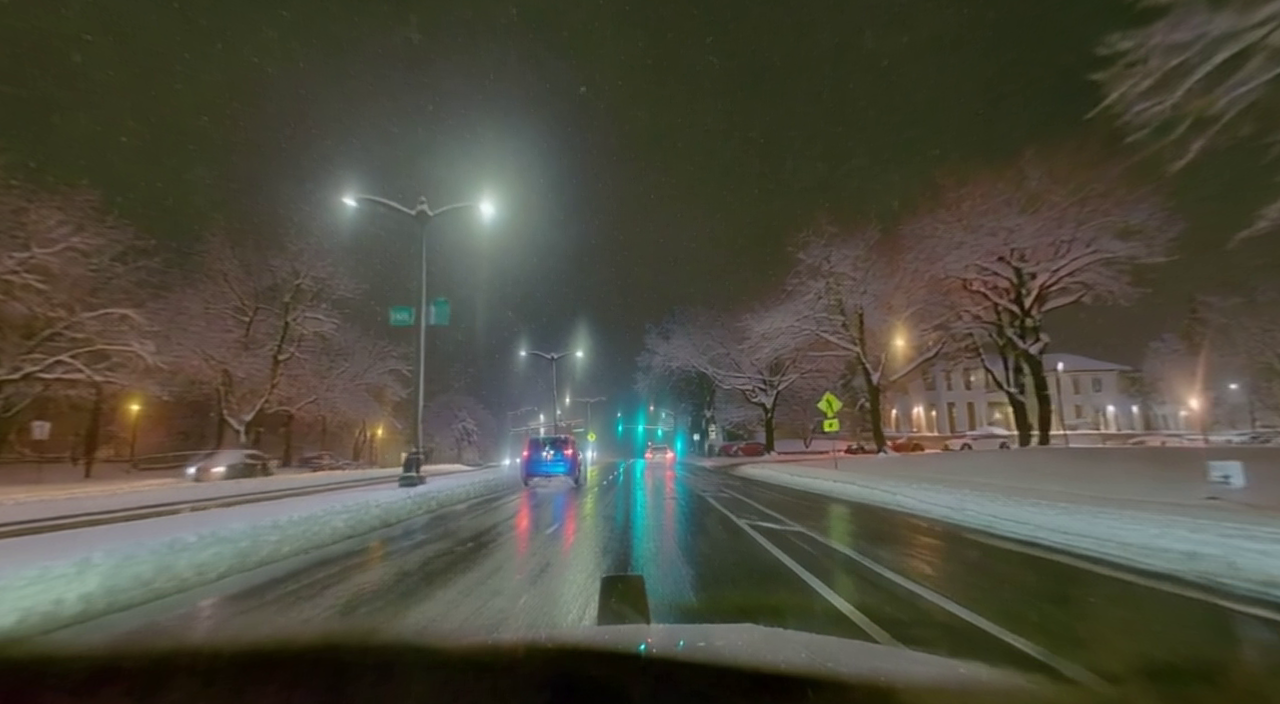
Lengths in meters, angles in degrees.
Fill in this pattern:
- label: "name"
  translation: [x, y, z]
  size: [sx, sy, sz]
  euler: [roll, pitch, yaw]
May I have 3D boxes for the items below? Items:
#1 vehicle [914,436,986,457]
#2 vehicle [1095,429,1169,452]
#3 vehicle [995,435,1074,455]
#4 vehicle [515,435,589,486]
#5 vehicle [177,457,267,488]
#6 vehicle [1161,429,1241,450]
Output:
- label: "vehicle"
  translation: [22.852, 6.980, 46.558]
  size: [4.325, 1.534, 1.876]
  euler: [0, -9, 0]
- label: "vehicle"
  translation: [36.510, 6.564, 46.846]
  size: [4.045, 1.426, 1.701]
  euler: [-2, -5, 1]
- label: "vehicle"
  translation: [29.016, 6.868, 46.430]
  size: [4.479, 1.470, 1.823]
  euler: [-1, -9, 2]
- label: "vehicle"
  translation: [-3.317, 4.214, 24.722]
  size: [2.150, 1.812, 4.423]
  euler: [0, -9, 2]
- label: "vehicle"
  translation: [-22.187, 6.385, 33.677]
  size: [1.848, 1.498, 4.270]
  euler: [0, -9, 1]
- label: "vehicle"
  translation: [41.478, 6.488, 46.637]
  size: [4.166, 1.495, 1.732]
  euler: [0, -10, 0]
